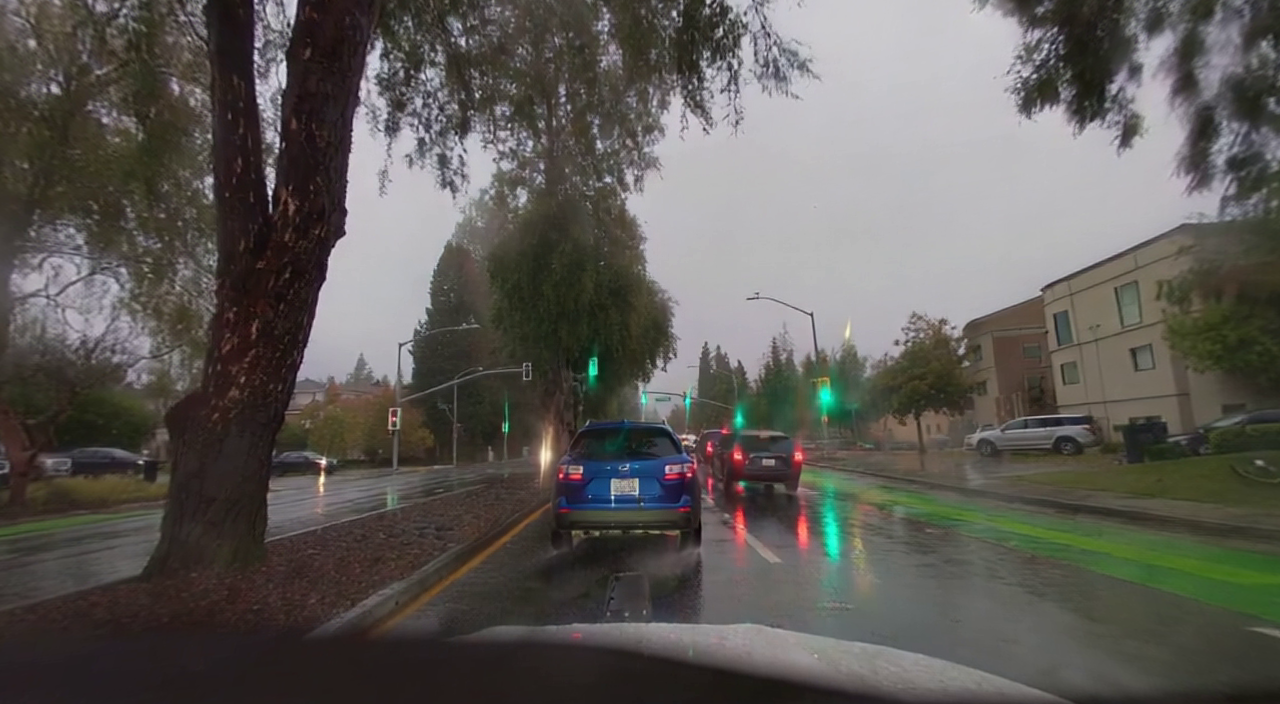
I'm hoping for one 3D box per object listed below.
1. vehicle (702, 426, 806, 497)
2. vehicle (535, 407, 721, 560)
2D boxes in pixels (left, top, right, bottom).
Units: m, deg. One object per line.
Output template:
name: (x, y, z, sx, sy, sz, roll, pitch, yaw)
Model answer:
vehicle: (3.173, 3.180, 18.612, 2.189, 1.815, 4.495, 0, -8, 0)
vehicle: (-0.120, 1.801, 9.245, 2.109, 1.730, 3.963, 0, -8, 0)
